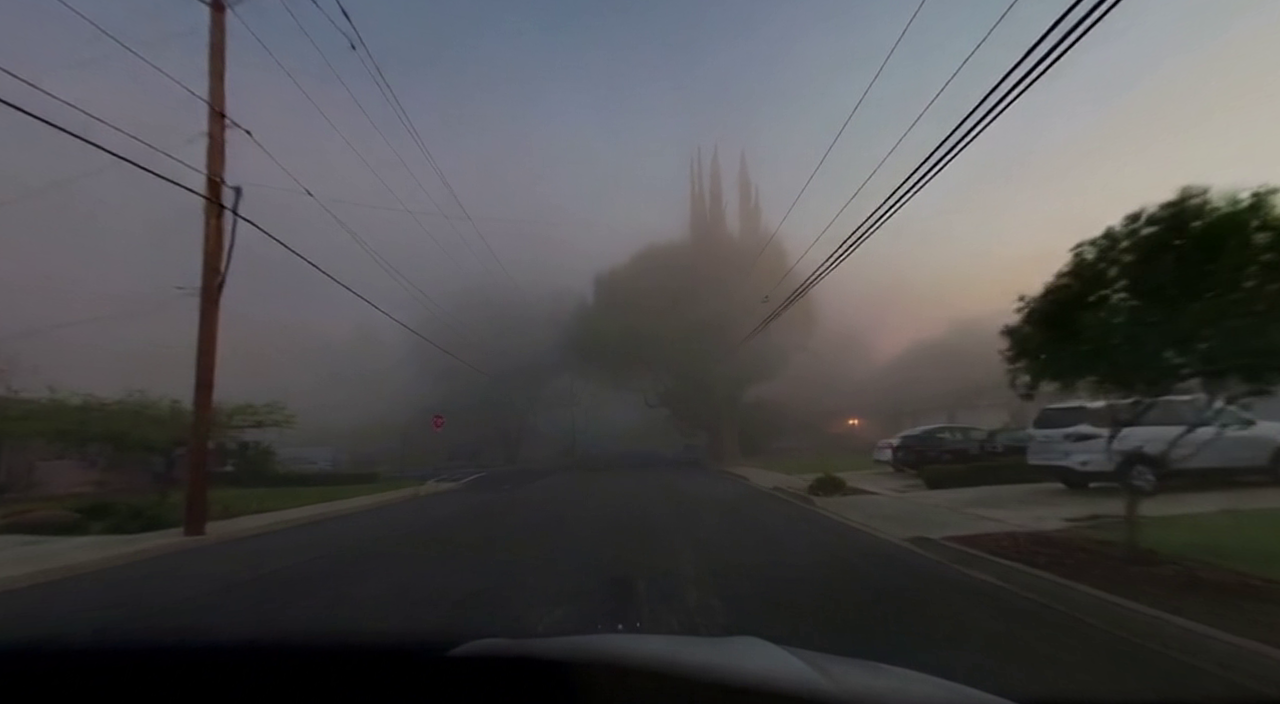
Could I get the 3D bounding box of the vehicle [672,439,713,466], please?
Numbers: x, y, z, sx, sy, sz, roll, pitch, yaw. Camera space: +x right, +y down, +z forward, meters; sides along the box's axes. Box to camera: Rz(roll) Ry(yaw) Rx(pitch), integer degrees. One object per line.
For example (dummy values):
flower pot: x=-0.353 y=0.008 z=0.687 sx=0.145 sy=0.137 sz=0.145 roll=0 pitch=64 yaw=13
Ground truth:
vehicle: x=3.454 y=6.740 z=42.454 sx=2.134 sy=1.720 sz=4.515 roll=1 pitch=-8 yaw=-3

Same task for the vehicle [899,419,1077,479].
vehicle: x=10.953 y=3.085 z=20.202 sx=4.382 sy=1.794 sz=2.100 roll=0 pitch=-8 yaw=2

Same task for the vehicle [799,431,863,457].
vehicle: x=14.959 y=7.244 z=49.703 sx=4.283 sy=1.660 sz=2.035 roll=-3 pitch=-6 yaw=-1

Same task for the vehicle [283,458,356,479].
vehicle: x=-24.231 y=8.816 z=47.832 sx=4.479 sy=1.475 sz=1.842 roll=0 pitch=-8 yaw=2

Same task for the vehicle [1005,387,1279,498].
vehicle: x=11.129 y=1.826 z=12.705 sx=5.968 sy=1.963 sz=2.573 roll=1 pitch=-8 yaw=-2
